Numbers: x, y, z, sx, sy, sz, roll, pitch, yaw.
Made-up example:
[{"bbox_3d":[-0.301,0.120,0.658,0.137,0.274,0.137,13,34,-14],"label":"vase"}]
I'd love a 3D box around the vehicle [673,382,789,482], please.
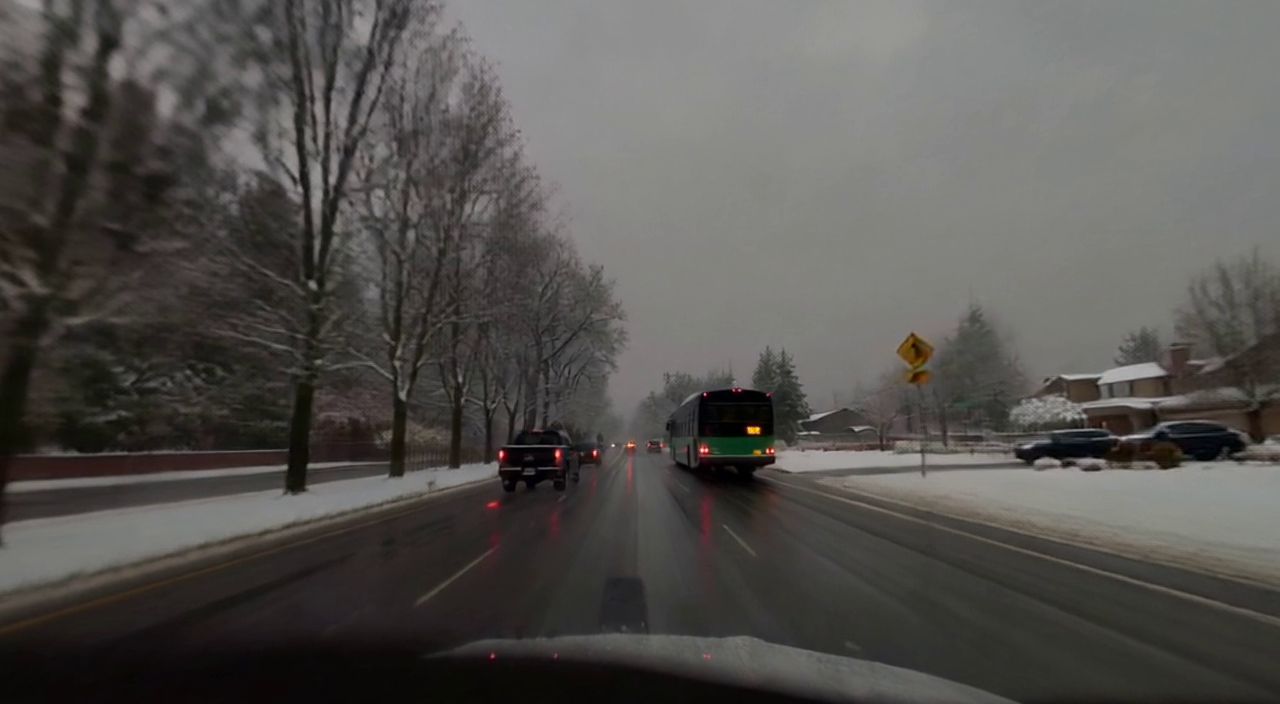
[{"bbox_3d":[3.336,3.559,27.156,3.059,3.264,12.623,0,-8,0],"label":"vehicle"}]

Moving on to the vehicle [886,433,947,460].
[{"bbox_3d":[16.421,5.694,37.672,1.797,1.455,4.342,-2,-9,3],"label":"vehicle"}]

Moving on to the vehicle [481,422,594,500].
[{"bbox_3d":[-2.652,2.997,17.742,2.074,1.849,5.137,-1,-8,3],"label":"vehicle"}]

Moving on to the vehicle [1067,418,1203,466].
[{"bbox_3d":[19.253,3.556,24.810,2.062,1.683,4.209,-1,-8,3],"label":"vehicle"}]

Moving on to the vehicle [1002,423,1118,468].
[{"bbox_3d":[16.642,3.741,25.266,1.972,1.648,4.016,-1,-8,2],"label":"vehicle"}]

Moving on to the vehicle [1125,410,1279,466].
[{"bbox_3d":[21.890,3.375,24.596,2.152,1.945,4.827,0,-8,2],"label":"vehicle"}]
